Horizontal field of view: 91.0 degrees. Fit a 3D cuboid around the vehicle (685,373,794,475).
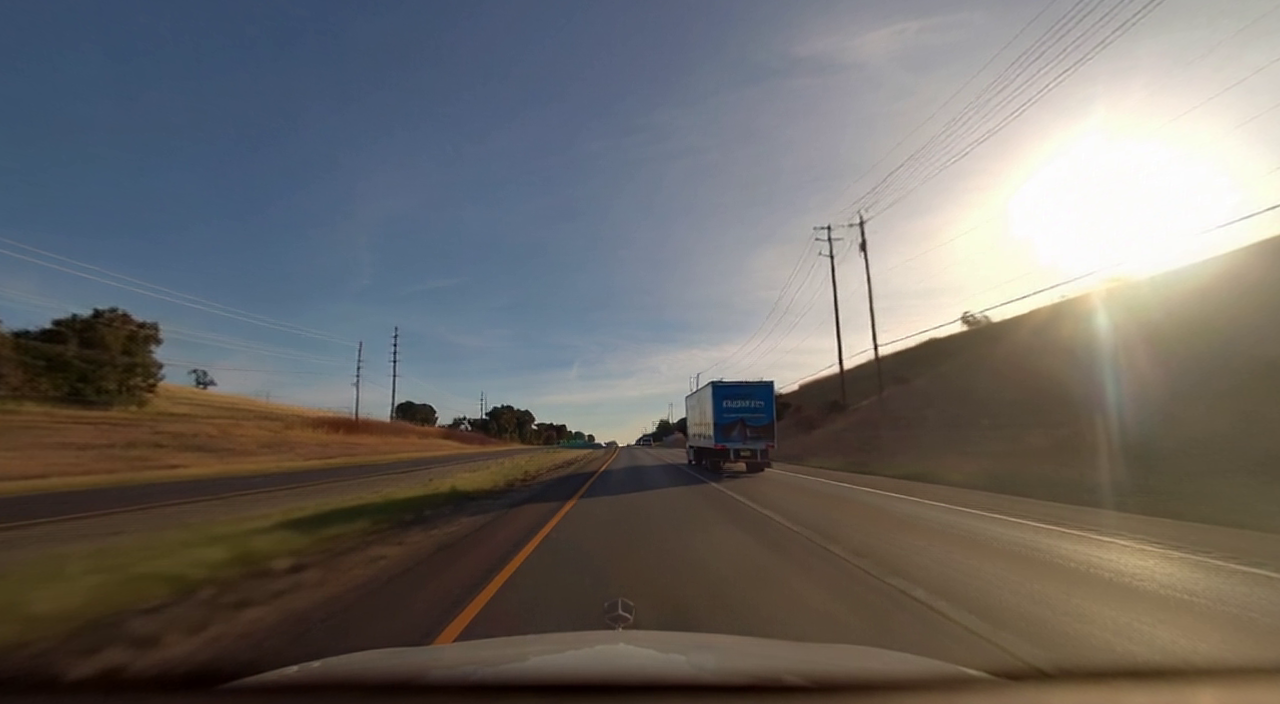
[{"bbox_3d":[3.927,3.258,27.480,3.037,3.672,9.136,0,-8,-1],"label":"vehicle"}]
